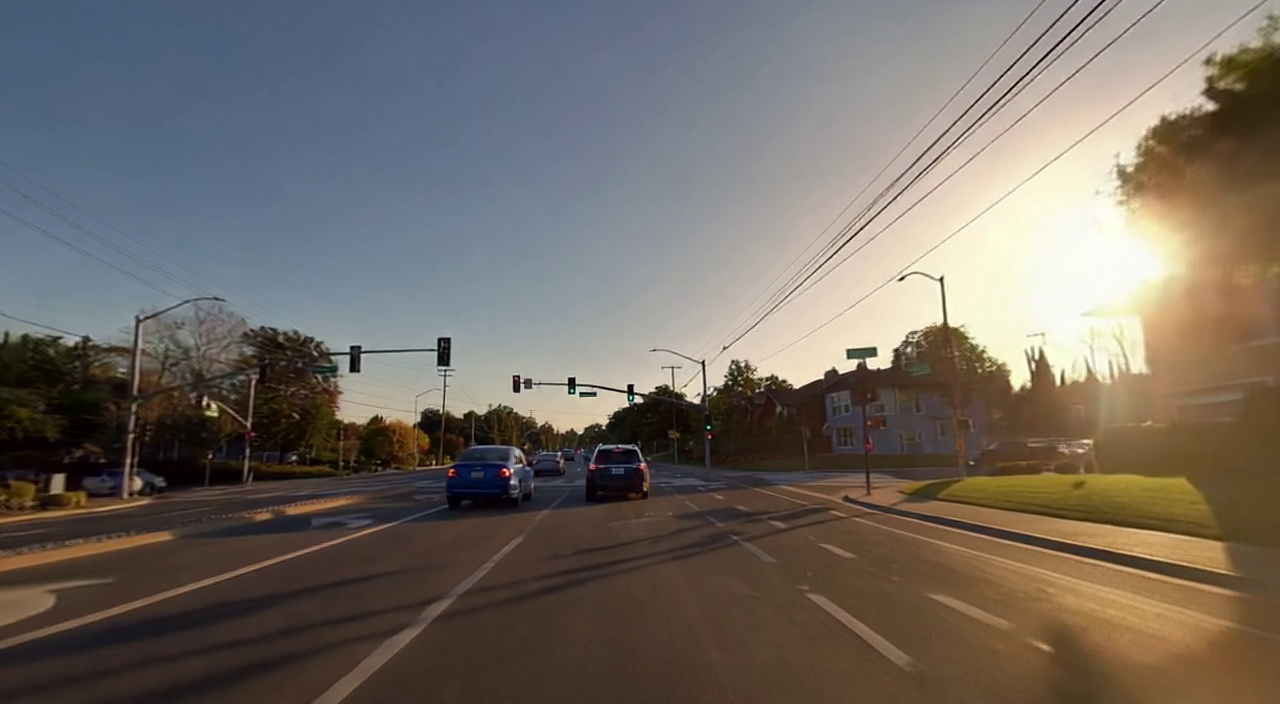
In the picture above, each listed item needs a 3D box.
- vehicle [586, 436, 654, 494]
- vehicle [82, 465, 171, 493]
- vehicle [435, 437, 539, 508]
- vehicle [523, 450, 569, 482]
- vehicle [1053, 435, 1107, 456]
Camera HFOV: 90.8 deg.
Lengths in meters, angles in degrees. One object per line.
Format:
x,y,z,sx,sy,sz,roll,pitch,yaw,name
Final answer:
-0.718,3.960,22.478,2.155,1.836,4.250,0,-9,-2,vehicle
-35.056,8.637,43.178,4.533,1.738,2.151,-2,-9,10,vehicle
-4.024,3.240,17.385,1.899,1.685,4.121,0,-9,-1,vehicle
-4.577,5.598,31.303,1.863,1.449,4.153,1,-9,-3,vehicle
31.519,6.727,45.334,1.754,1.414,3.590,-1,-9,10,vehicle
